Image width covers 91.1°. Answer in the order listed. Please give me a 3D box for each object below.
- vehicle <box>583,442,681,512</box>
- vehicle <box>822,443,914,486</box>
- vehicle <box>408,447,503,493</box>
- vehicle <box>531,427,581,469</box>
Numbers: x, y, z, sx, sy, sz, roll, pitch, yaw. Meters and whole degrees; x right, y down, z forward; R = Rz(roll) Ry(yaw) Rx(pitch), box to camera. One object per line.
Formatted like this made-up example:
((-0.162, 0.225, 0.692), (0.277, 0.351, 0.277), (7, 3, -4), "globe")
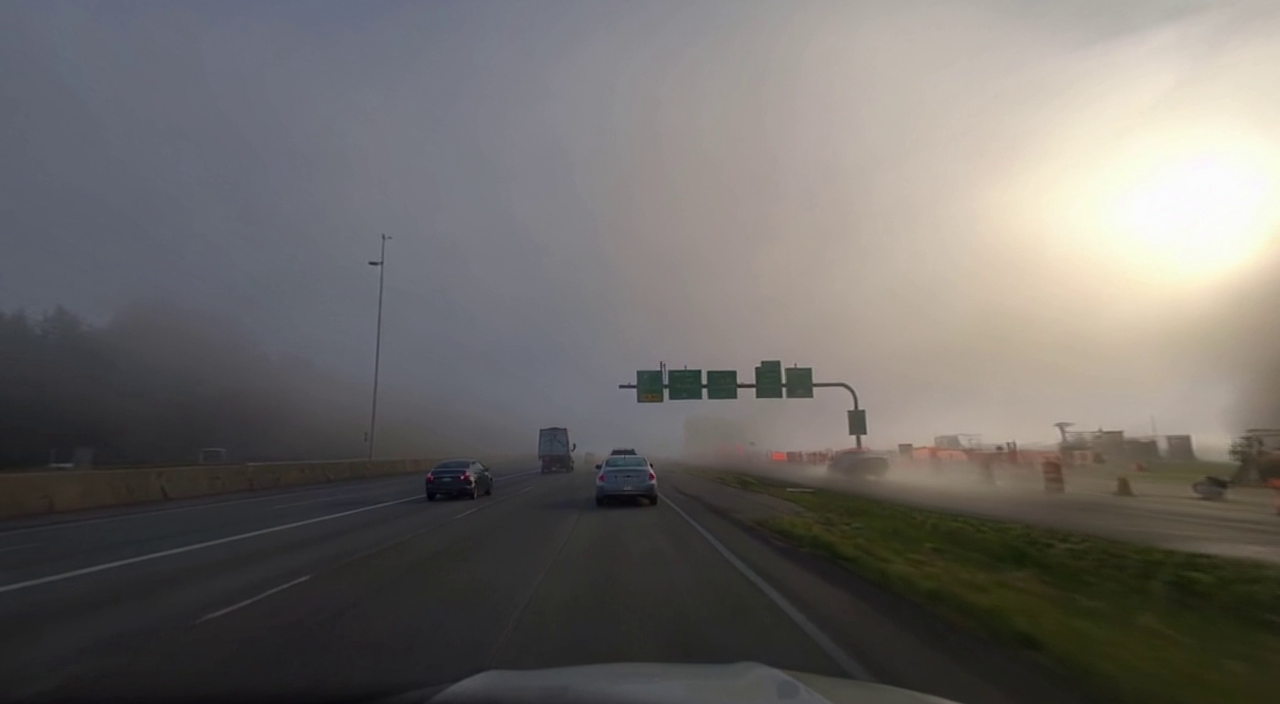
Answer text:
((-0.228, 2.932, 15.188), (2.080, 1.451, 3.512), (0, -9, -2), "vehicle")
((8.445, 4.170, 23.662), (1.871, 1.460, 3.754), (0, -9, -3), "vehicle")
((-6.273, 4.048, 21.888), (2.063, 1.417, 4.000), (0, -9, 0), "vehicle")
((-5.647, 6.589, 43.184), (2.326, 2.645, 6.249), (-1, -9, 2), "vehicle")
